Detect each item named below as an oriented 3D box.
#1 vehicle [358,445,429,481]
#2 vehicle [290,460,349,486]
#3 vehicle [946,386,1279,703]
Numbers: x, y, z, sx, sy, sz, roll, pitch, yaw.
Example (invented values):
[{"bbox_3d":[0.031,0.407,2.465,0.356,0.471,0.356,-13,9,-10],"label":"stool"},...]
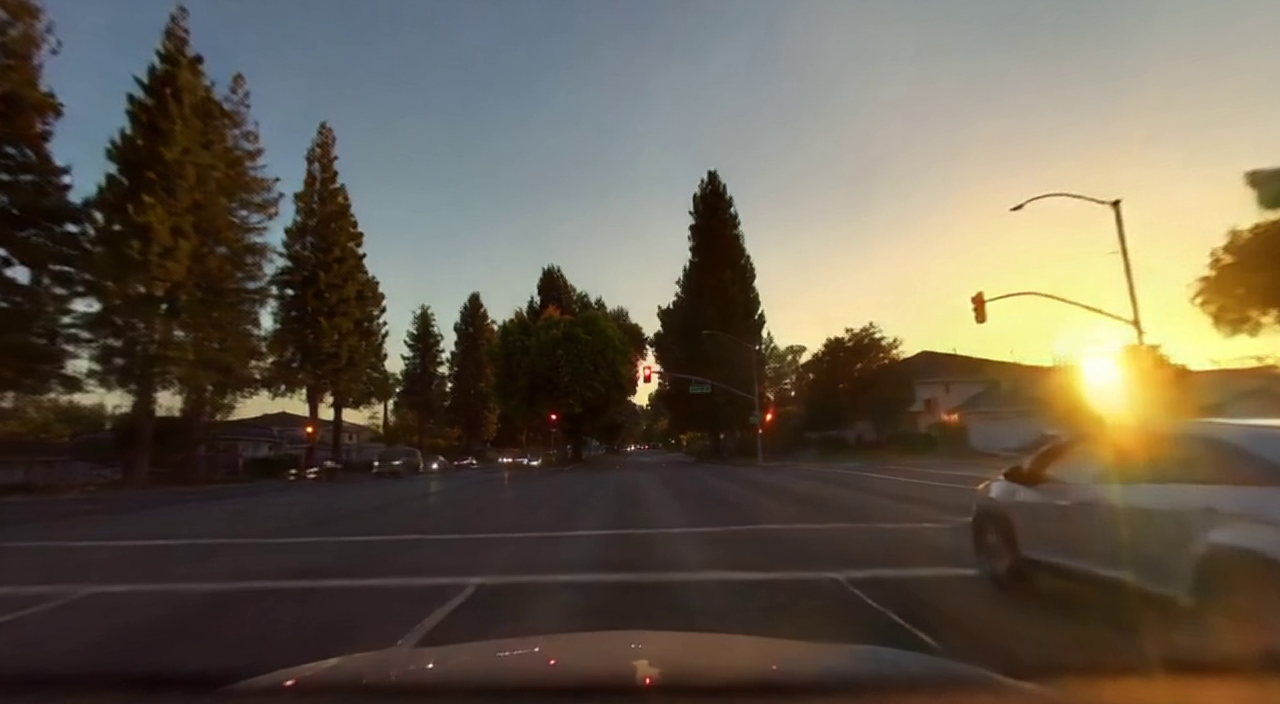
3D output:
[{"bbox_3d":[-13.932,6.284,35.941,2.064,1.860,4.683,0,-9,1],"label":"vehicle"},{"bbox_3d":[-20.696,7.784,40.893,1.829,1.531,3.777,-1,-9,0],"label":"vehicle"},{"bbox_3d":[4.149,1.202,4.554,2.018,1.591,3.564,0,-9,0],"label":"vehicle"}]
